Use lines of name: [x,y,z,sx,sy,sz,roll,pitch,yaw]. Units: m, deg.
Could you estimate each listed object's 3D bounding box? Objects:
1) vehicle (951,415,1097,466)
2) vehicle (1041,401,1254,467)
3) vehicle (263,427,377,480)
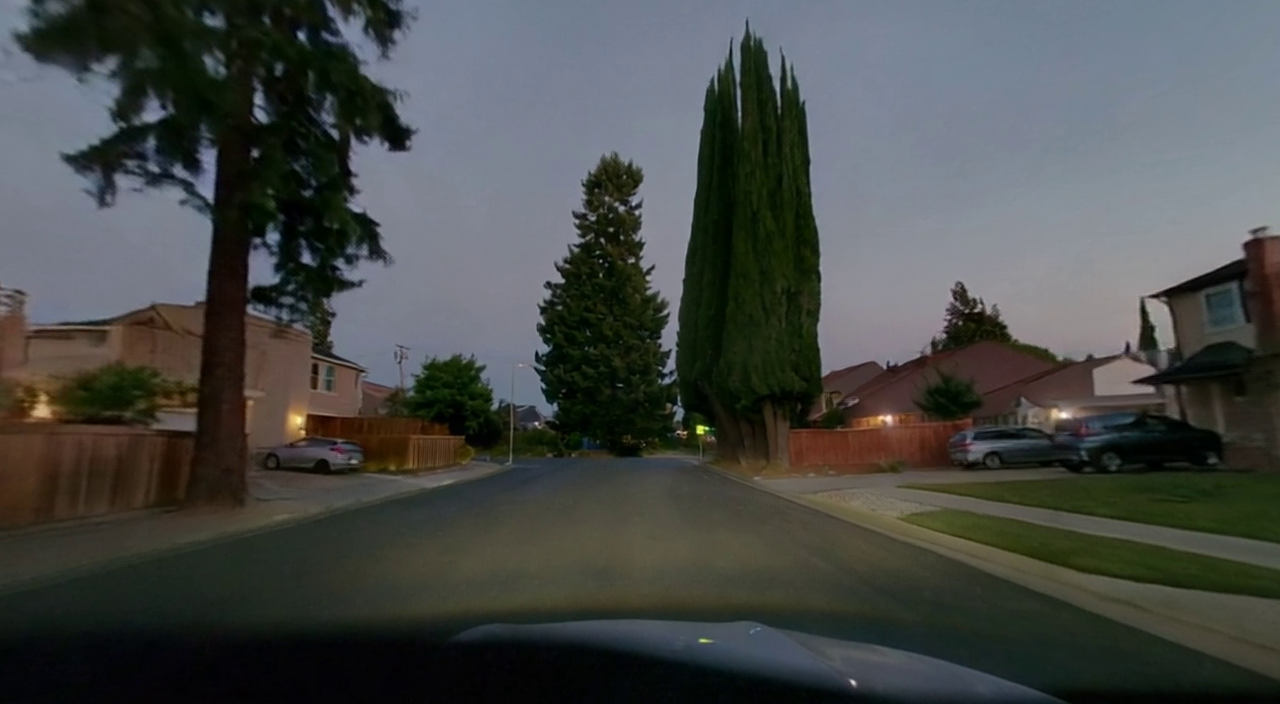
vehicle: [13.089,3.066,21.806,3.780,1.601,2.025,-2,-9,13]
vehicle: [14.391,2.390,18.266,4.261,1.725,1.955,-3,-9,19]
vehicle: [-12.521,3.929,24.627,4.656,1.835,2.039,-6,-11,37]
